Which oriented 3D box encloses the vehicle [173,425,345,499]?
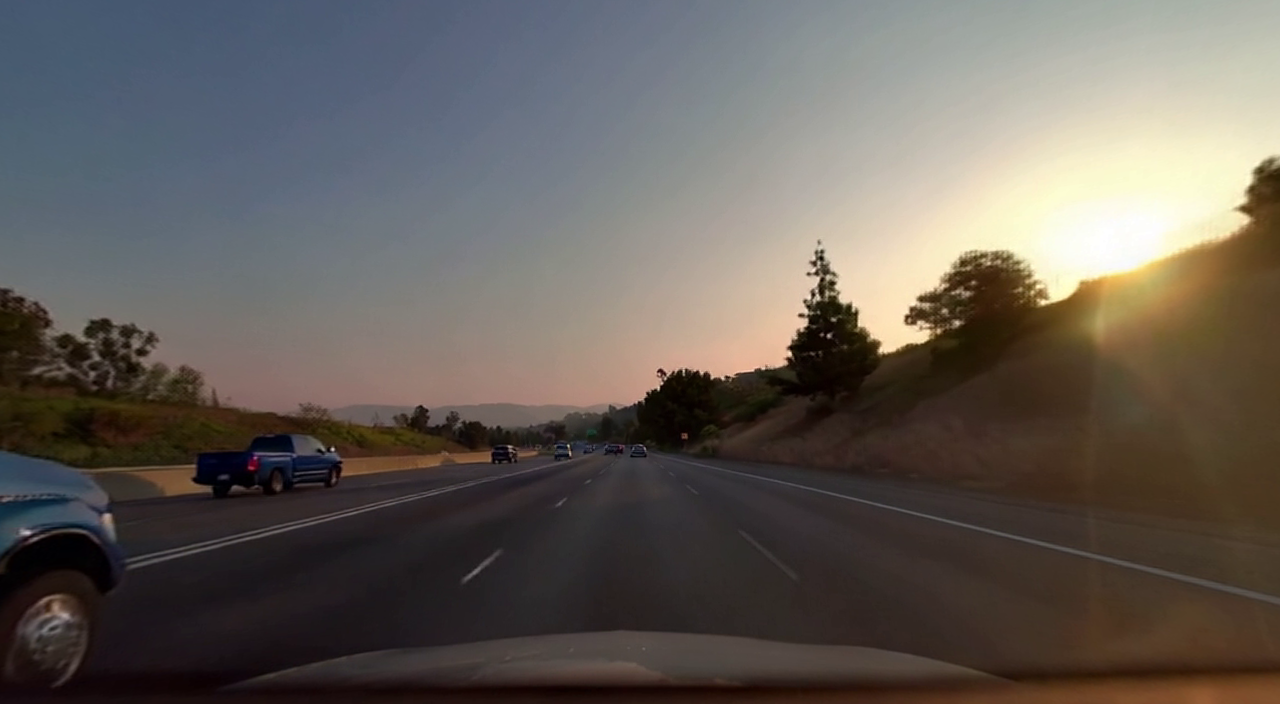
[{"bbox_3d":[-10.864,3.183,18.593,2.012,1.875,4.895,0,-9,0],"label":"vehicle"}]
